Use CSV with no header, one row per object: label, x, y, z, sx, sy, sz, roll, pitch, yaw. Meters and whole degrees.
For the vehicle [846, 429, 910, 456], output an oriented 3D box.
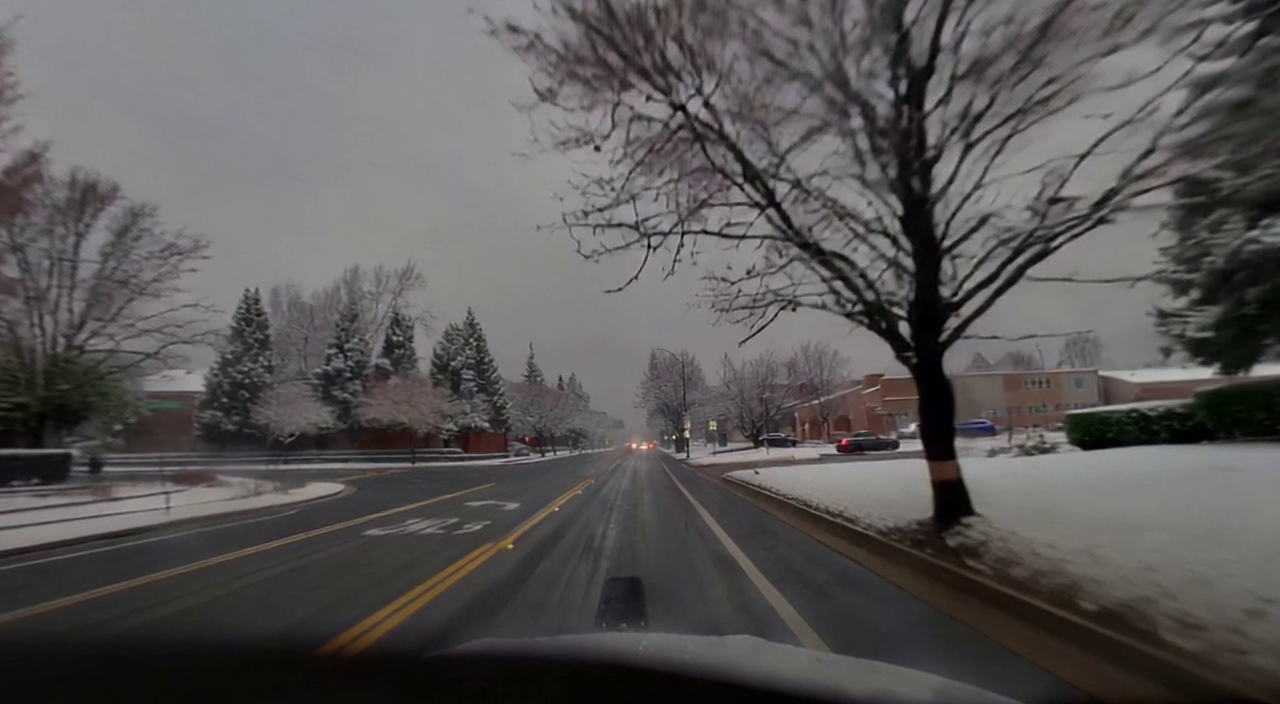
vehicle,13.756,5.274,36.723,1.927,1.464,4.644,0,-8,0
